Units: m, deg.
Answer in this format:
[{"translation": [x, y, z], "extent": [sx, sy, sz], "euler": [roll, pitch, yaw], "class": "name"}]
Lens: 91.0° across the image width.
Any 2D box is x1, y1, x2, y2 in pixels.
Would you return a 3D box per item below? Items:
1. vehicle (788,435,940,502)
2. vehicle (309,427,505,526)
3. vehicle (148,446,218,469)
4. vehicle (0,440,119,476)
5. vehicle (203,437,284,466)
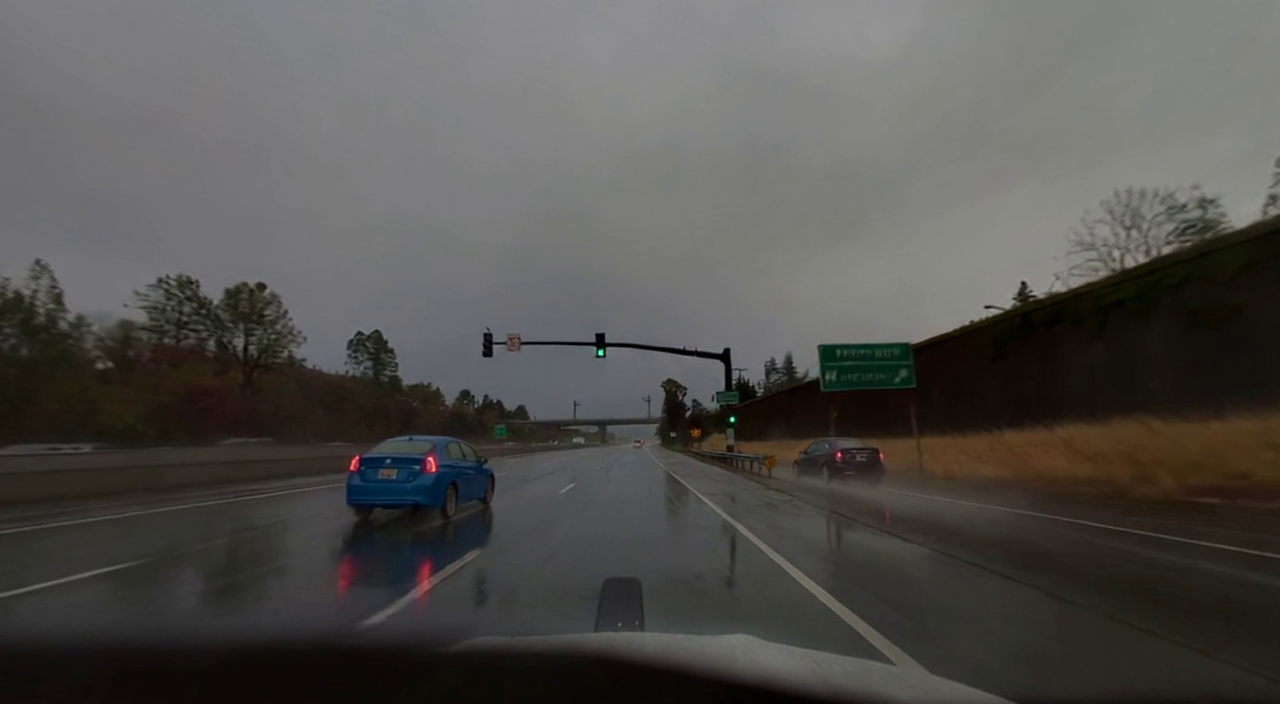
[{"translation": [5.567, 2.952, 16.462], "extent": [2.049, 1.481, 4.774], "euler": [0, -9, -2], "class": "vehicle"}, {"translation": [-4.077, 2.257, 11.976], "extent": [1.987, 1.516, 4.478], "euler": [0, -9, 0], "class": "vehicle"}, {"translation": [-33.043, 7.627, 45.652], "extent": [1.851, 1.562, 4.300], "euler": [0, -8, -1], "class": "vehicle"}, {"translation": [-32.986, 6.002, 35.847], "extent": [2.132, 1.892, 5.077], "euler": [0, -9, 0], "class": "vehicle"}, {"translation": [-28.667, 7.197, 45.775], "extent": [2.184, 1.961, 5.736], "euler": [0, -9, 0], "class": "vehicle"}]
